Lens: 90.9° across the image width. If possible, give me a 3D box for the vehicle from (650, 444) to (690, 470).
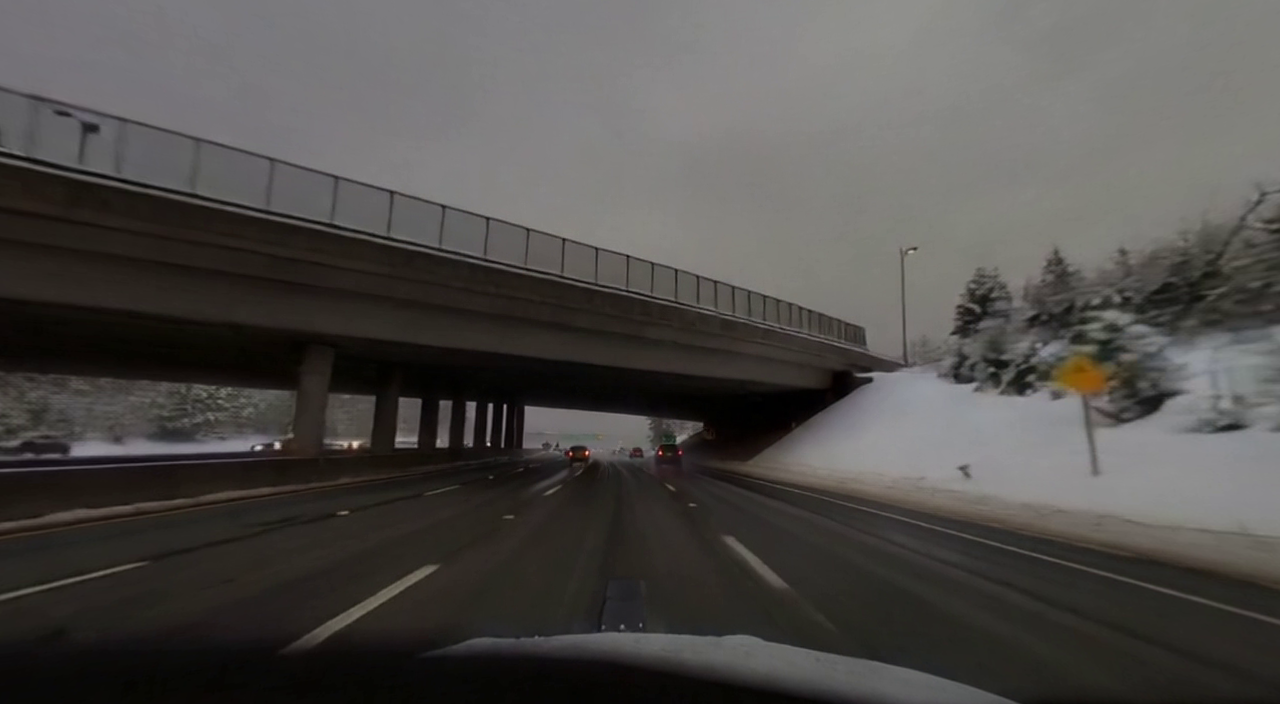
[{"bbox_3d":[1.839,6.641,40.223,2.059,1.509,4.670,0,-8,-3],"label":"vehicle"}]
